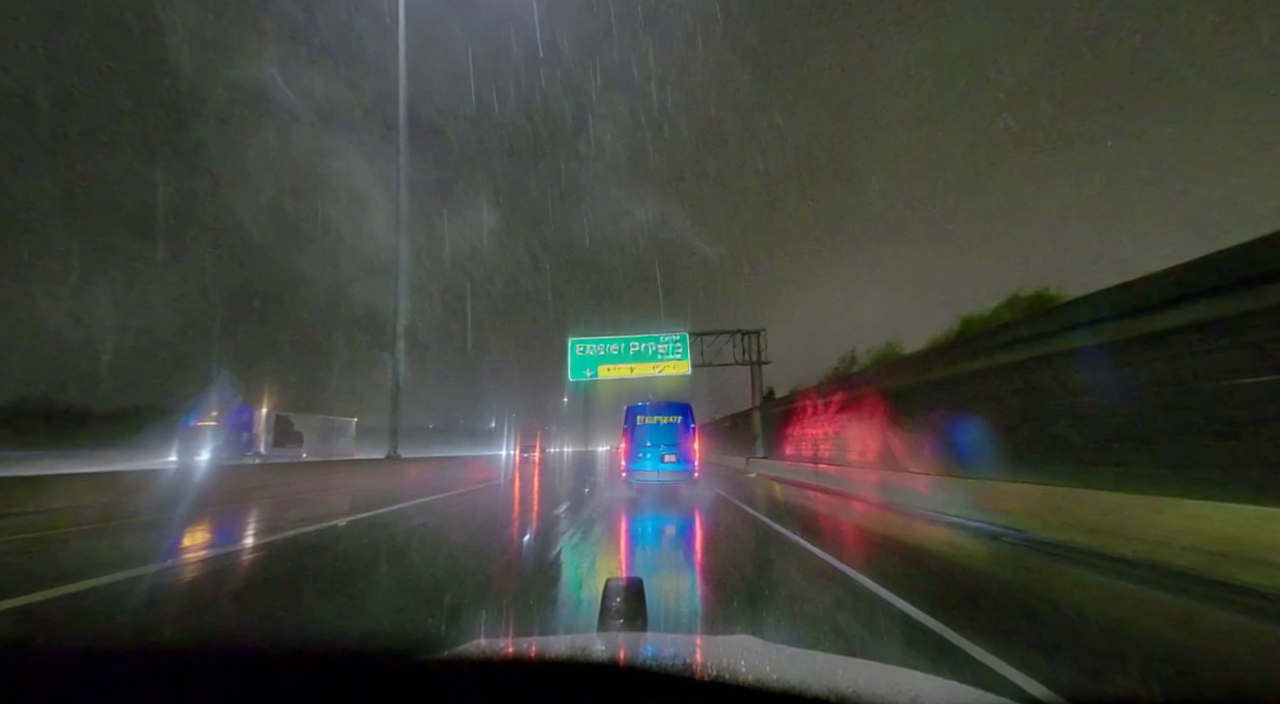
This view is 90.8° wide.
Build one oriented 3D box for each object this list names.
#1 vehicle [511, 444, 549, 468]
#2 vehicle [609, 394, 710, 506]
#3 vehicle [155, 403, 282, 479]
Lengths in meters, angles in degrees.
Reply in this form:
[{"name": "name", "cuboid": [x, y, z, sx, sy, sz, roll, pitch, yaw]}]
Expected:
[{"name": "vehicle", "cuboid": [-7.382, 7.007, 42.526, 1.829, 1.518, 3.776, 0, -9, 0]}, {"name": "vehicle", "cuboid": [0.367, 2.657, 17.304, 2.332, 2.558, 5.314, 0, -9, -2]}, {"name": "vehicle", "cuboid": [-23.814, 5.116, 36.109, 2.949, 3.955, 5.920, 0, -9, 1]}]
